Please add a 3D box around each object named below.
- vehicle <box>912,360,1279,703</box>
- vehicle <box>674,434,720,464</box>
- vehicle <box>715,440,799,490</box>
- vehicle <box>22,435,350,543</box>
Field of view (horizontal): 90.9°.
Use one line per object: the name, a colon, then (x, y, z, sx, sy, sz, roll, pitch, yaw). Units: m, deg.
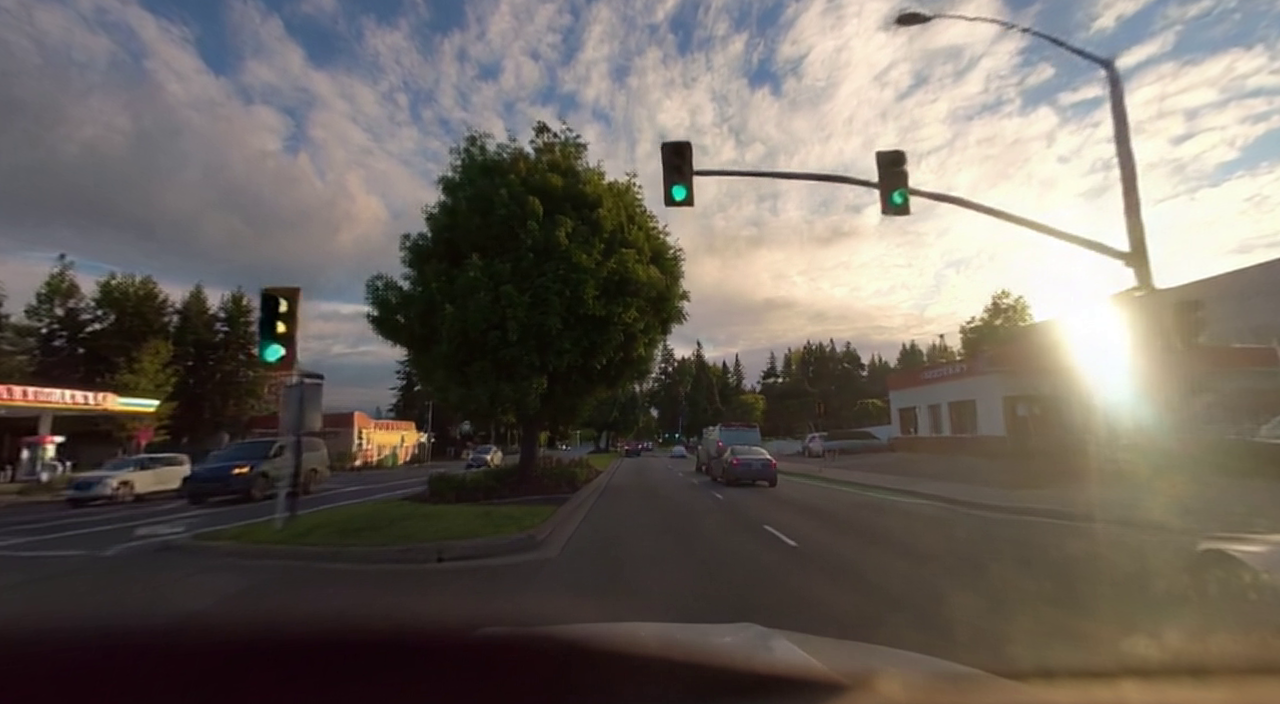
vehicle: (3.814, 1.061, 4.089, 1.875, 1.665, 4.931, 0, -8, 0)
vehicle: (3.837, 6.705, 43.671, 2.611, 1.983, 5.165, 0, -8, -1)
vehicle: (3.720, 3.640, 20.713, 1.871, 1.442, 4.122, 0, -8, -1)
vehicle: (-8.285, 2.484, 12.419, 2.842, 1.476, 4.980, -3, -7, 0)
